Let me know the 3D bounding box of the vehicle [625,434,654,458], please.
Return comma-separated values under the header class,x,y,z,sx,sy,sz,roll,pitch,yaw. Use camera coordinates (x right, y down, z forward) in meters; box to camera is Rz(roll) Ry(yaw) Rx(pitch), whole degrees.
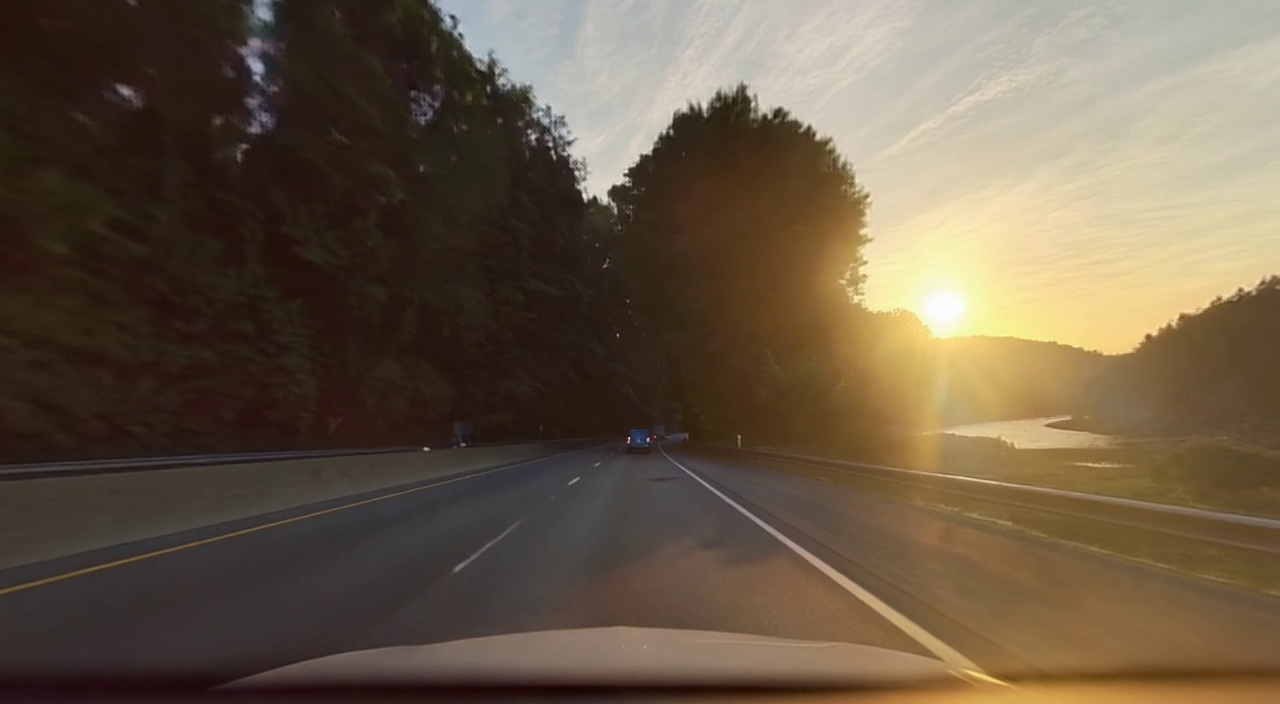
class,x,y,z,sx,sy,sz,roll,pitch,yaw
vehicle,-0.081,6.852,46.252,2.094,1.653,4.283,0,-8,-1
